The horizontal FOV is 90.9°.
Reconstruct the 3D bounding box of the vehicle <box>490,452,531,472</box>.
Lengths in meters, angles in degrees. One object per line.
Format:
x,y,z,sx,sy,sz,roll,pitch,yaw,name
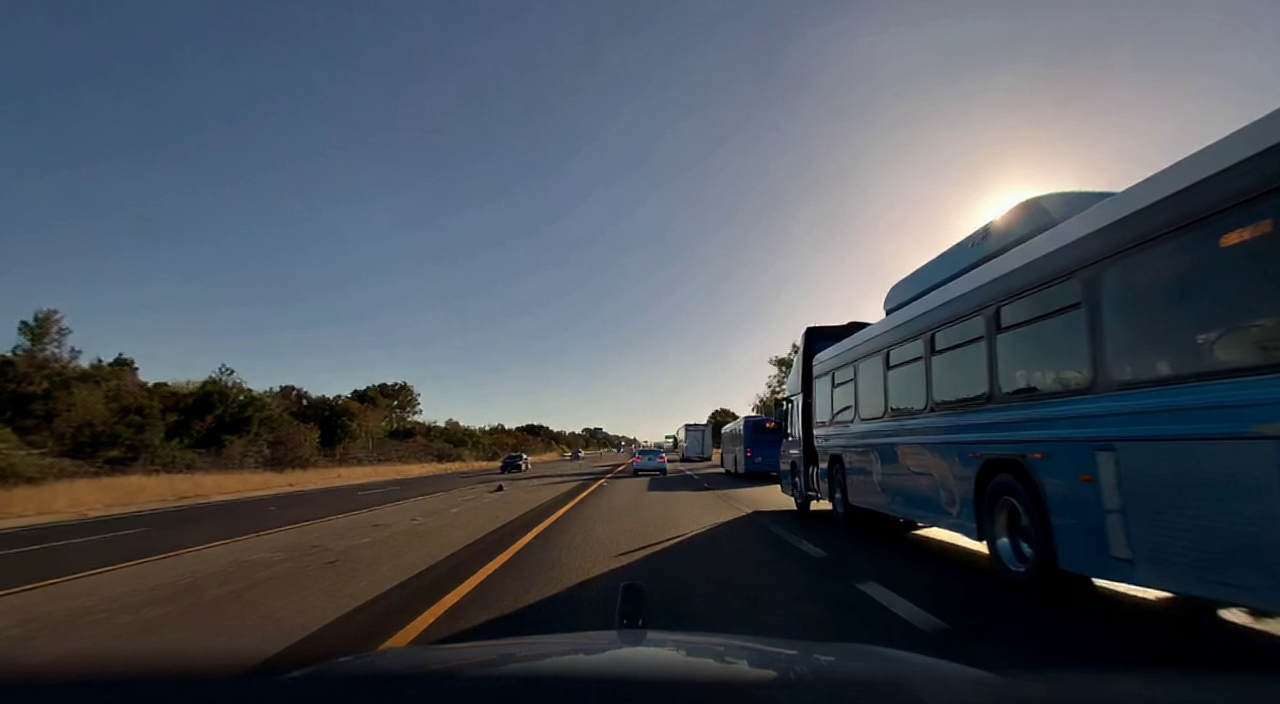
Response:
-10.092,8.621,49.544,2.076,1.459,4.477,0,-9,2,vehicle

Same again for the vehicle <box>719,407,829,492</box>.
4.433,3.412,22.098,2.440,2.555,5.957,0,-9,-1,vehicle

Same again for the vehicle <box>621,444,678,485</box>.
0.355,4.301,24.373,2.004,1.449,3.817,0,-9,0,vehicle

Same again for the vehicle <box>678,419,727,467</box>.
4.623,7.026,48.297,2.883,3.358,7.942,0,-9,-1,vehicle
